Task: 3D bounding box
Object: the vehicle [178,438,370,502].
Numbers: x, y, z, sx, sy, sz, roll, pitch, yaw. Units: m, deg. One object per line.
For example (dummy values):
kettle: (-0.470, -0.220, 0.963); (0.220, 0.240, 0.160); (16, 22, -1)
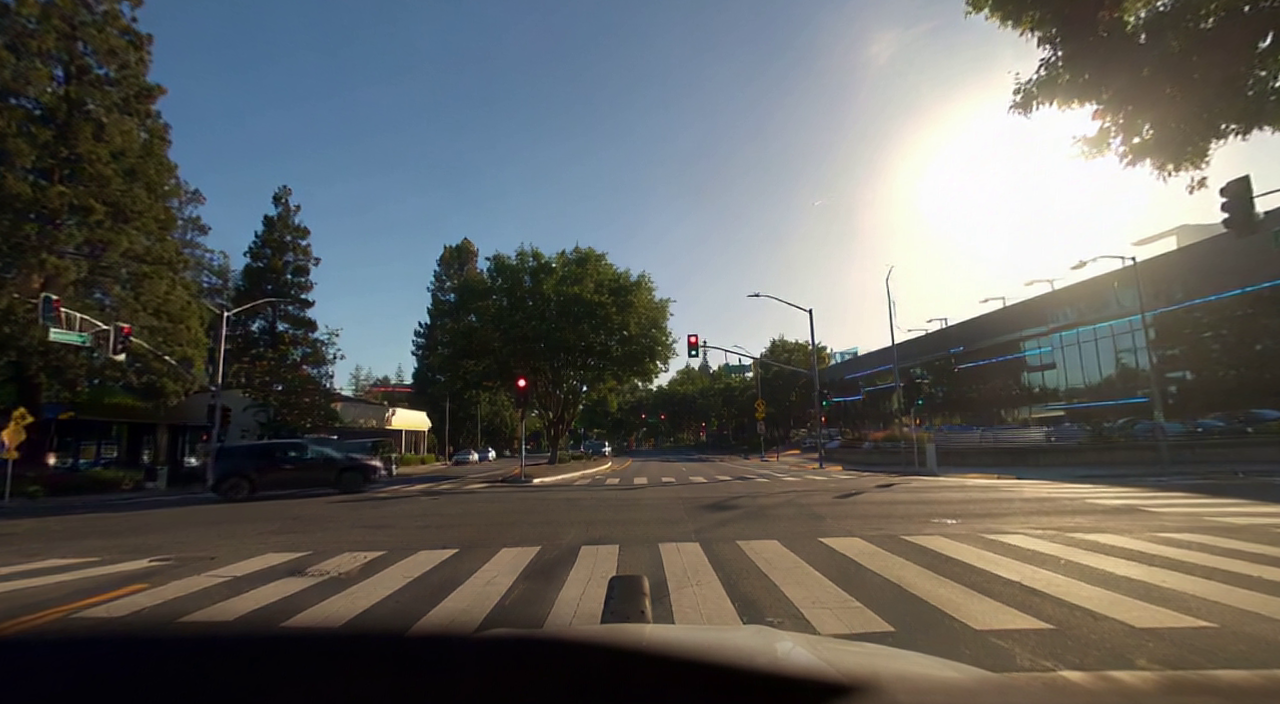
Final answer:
vehicle: (-10.522, 3.398, 18.603); (4.569, 1.658, 2.153); (3, -9, -24)
